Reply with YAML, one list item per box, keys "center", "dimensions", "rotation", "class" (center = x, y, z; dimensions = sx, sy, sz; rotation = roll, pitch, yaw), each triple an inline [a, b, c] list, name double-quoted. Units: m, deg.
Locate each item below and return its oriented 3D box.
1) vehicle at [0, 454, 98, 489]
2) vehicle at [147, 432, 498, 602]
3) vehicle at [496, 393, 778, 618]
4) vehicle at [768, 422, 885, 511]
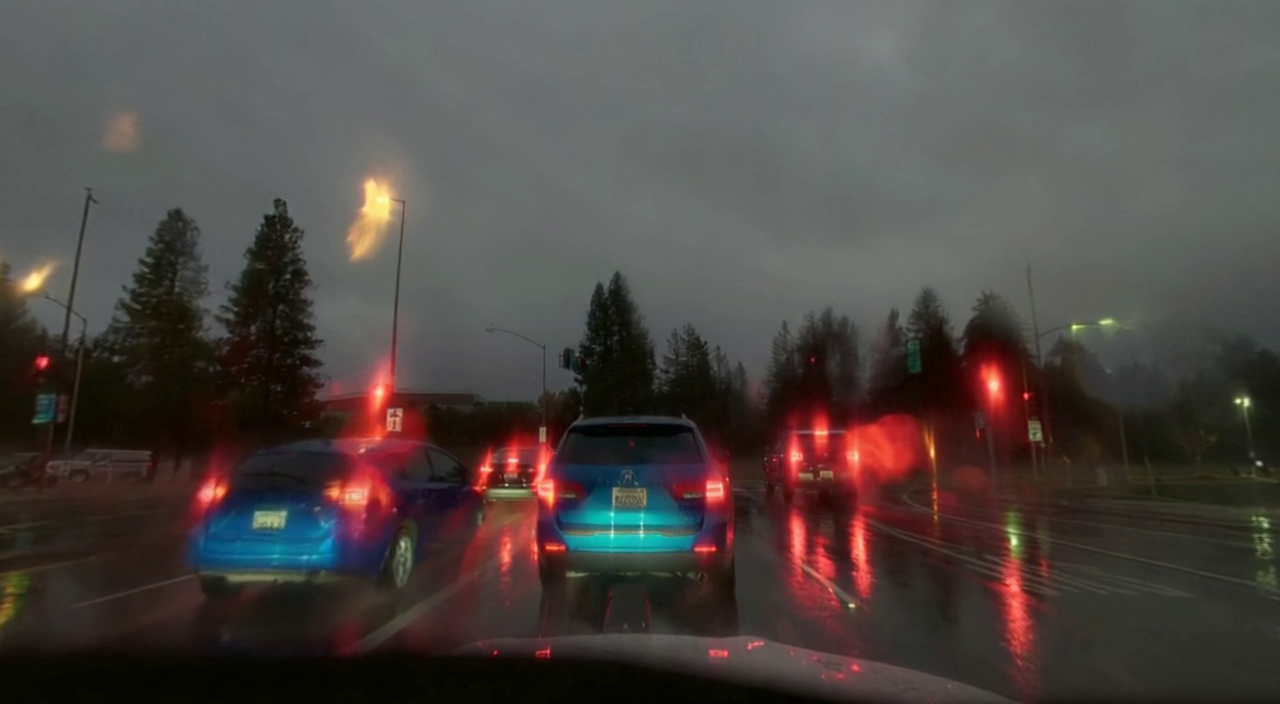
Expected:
- center: [-27.104, 5.273, 27.922]
  dimensions: [4.198, 1.444, 1.765]
  rotation: [2, -9, -15]
  class: "vehicle"
- center: [-3.277, 1.766, 7.755]
  dimensions: [1.913, 1.453, 4.413]
  rotation: [0, -8, 2]
  class: "vehicle"
- center: [-0.032, 1.524, 7.173]
  dimensions: [2.203, 1.757, 4.286]
  rotation: [0, -8, 0]
  class: "vehicle"
- center: [4.808, 2.997, 16.922]
  dimensions: [2.084, 2.053, 4.073]
  rotation: [-1, -8, 3]
  class: "vehicle"
